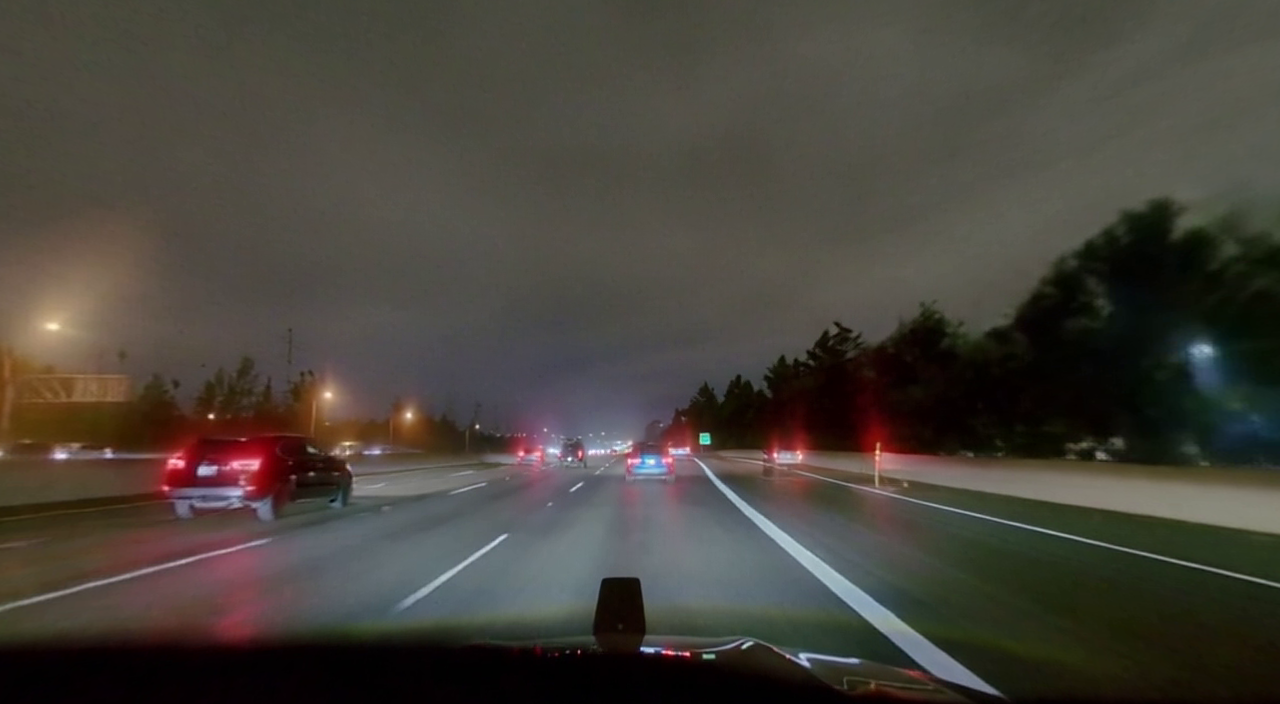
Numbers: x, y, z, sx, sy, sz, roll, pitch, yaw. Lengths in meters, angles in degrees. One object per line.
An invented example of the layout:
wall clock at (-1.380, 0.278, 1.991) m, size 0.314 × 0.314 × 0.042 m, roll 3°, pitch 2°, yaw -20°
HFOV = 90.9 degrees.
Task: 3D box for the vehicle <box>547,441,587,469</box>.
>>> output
vehicle at (-4.926, 7.011, 43.218) m, size 2.289 × 1.777 × 4.534 m, roll 0°, pitch -8°, yaw -2°

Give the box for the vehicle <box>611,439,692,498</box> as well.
vehicle at (0.237, 3.321, 18.406) m, size 2.082 × 1.482 × 4.126 m, roll 0°, pitch -8°, yaw -2°

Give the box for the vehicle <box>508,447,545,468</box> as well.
vehicle at (-8.562, 7.993, 48.073) m, size 1.974 × 1.464 × 4.733 m, roll 0°, pitch -8°, yaw 0°

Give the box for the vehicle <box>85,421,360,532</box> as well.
vehicle at (-7.916, 2.404, 12.805) m, size 2.206 × 1.788 × 4.914 m, roll 0°, pitch -8°, yaw 0°
